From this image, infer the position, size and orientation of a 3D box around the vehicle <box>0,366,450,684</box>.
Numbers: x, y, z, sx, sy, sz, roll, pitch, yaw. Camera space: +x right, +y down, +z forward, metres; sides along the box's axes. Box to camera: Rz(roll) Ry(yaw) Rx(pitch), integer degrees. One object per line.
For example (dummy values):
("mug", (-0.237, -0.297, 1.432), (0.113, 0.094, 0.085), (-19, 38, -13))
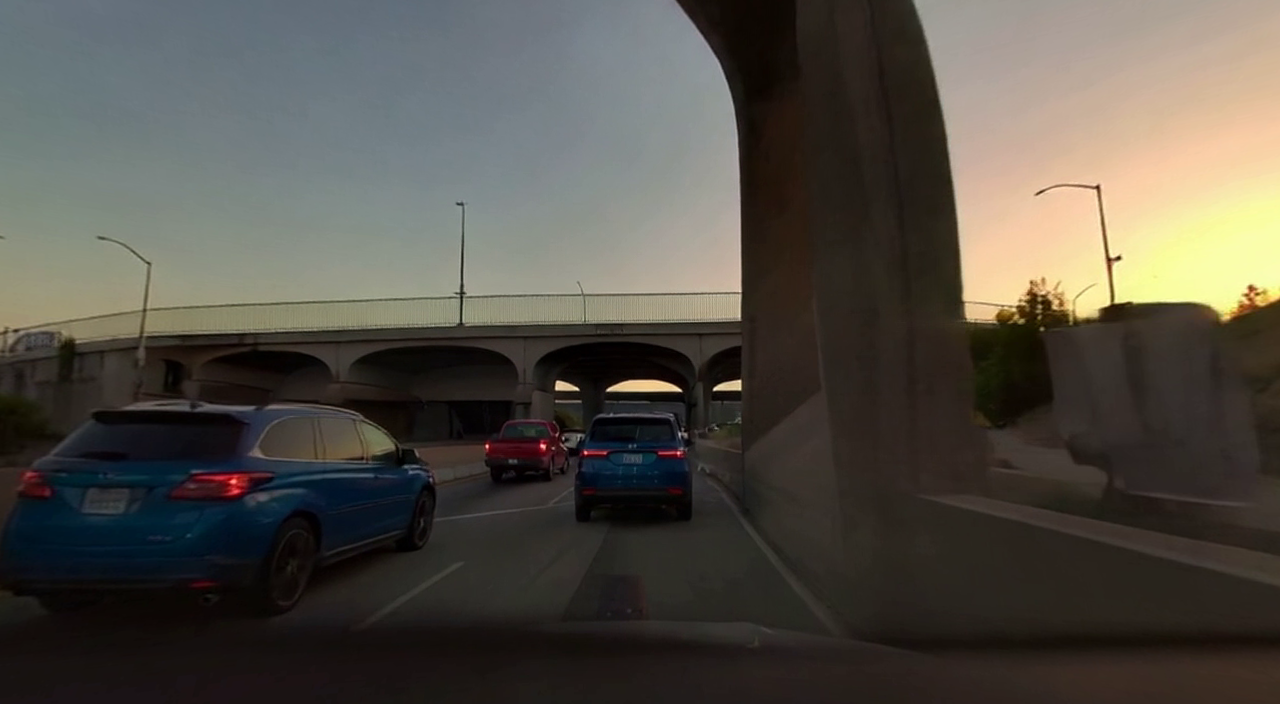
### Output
("vehicle", (-3.536, 1.292, 5.864), (2.017, 1.761, 4.572), (0, -8, 1))

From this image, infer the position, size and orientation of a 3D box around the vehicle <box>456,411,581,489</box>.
("vehicle", (-3.330, 2.886, 18.753), (2.329, 1.948, 5.800), (-1, -8, 3))

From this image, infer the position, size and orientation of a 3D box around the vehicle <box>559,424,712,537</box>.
("vehicle", (0.015, 2.009, 10.442), (2.020, 1.478, 4.092), (-1, -8, 2))
